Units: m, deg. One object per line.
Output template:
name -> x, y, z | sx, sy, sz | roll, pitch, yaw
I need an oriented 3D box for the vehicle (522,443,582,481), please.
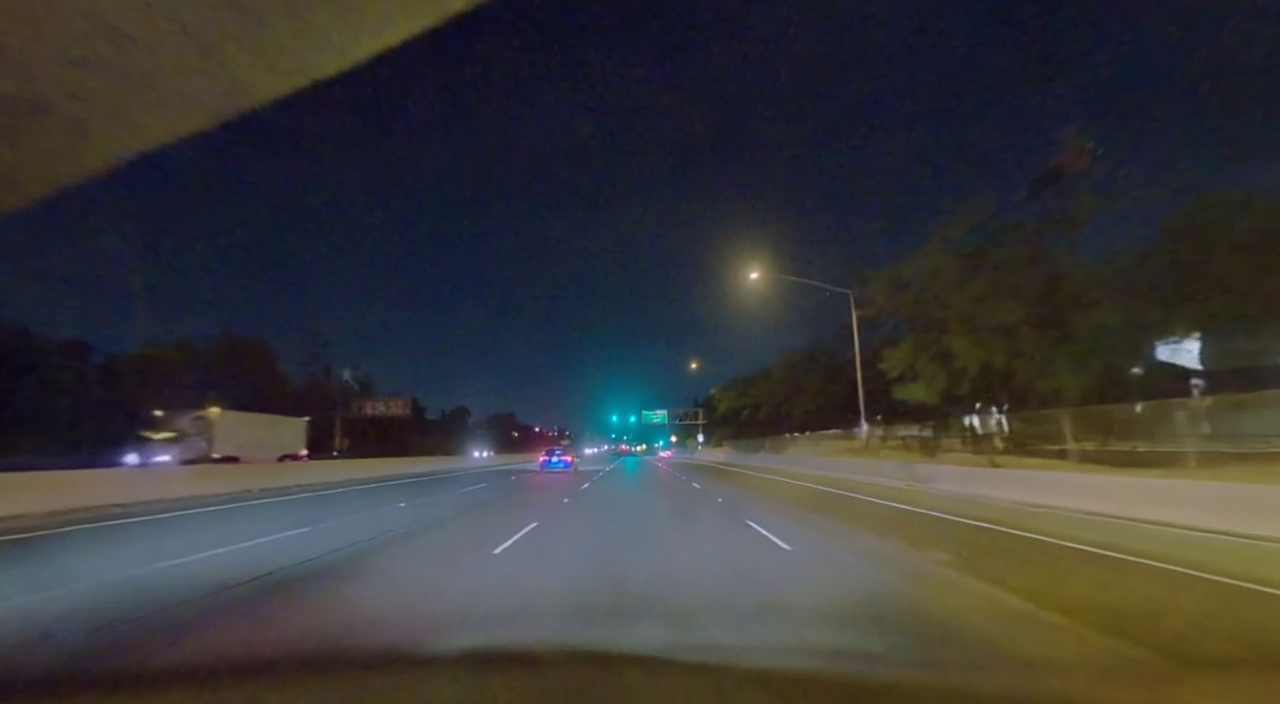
vehicle -> -3.831, 4.879, 28.318 | 2.037, 1.514, 4.335 | 0, -8, 0

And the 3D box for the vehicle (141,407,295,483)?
vehicle -> -24.962, 5.625, 38.296 | 2.889, 3.965, 9.817 | 0, -8, -3
